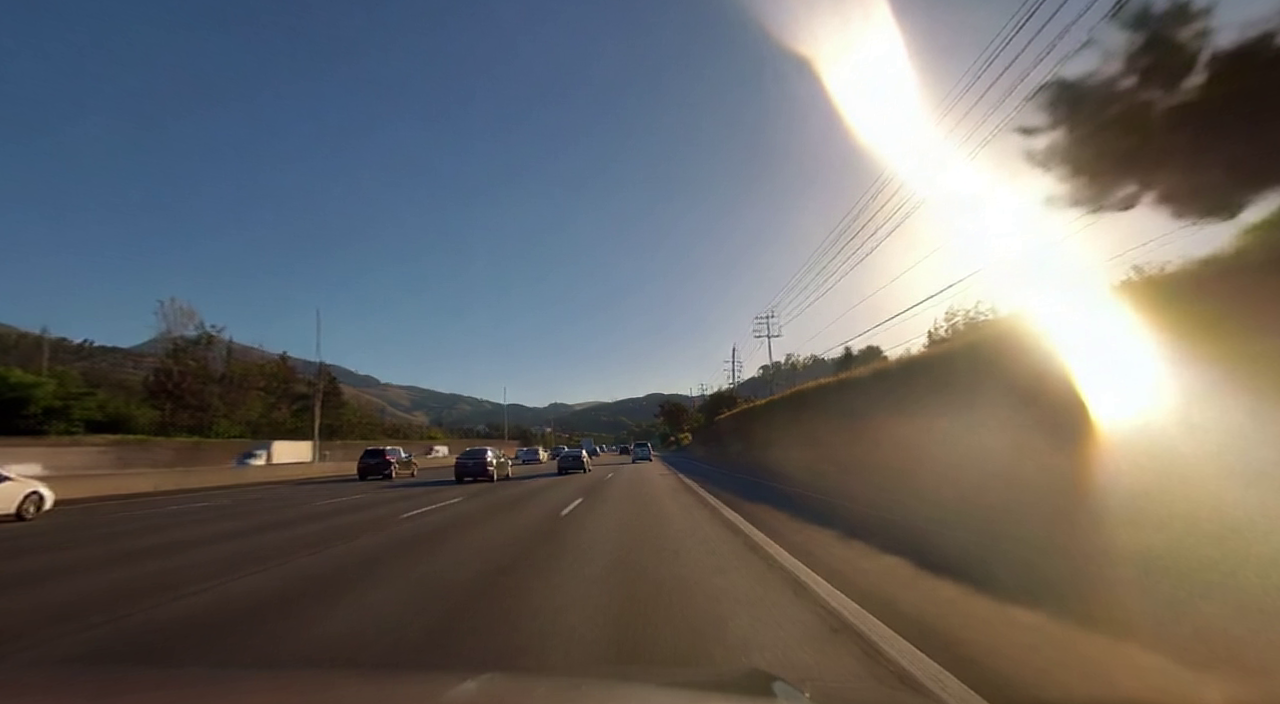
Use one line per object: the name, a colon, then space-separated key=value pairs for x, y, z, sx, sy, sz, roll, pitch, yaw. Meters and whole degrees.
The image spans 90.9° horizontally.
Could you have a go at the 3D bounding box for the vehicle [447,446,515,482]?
vehicle: x=-7.082 y=5.023 z=28.502 sx=1.899 sy=1.472 sz=4.202 roll=0 pitch=-9 yaw=1

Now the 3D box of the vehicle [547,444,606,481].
vehicle: x=-2.639 y=4.738 z=27.258 sx=2.064 sy=1.446 sz=4.409 roll=0 pitch=-9 yaw=1

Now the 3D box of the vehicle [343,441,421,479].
vehicle: x=-14.269 y=5.999 z=35.276 sx=2.172 sy=1.946 sz=5.017 roll=0 pitch=-9 yaw=1
